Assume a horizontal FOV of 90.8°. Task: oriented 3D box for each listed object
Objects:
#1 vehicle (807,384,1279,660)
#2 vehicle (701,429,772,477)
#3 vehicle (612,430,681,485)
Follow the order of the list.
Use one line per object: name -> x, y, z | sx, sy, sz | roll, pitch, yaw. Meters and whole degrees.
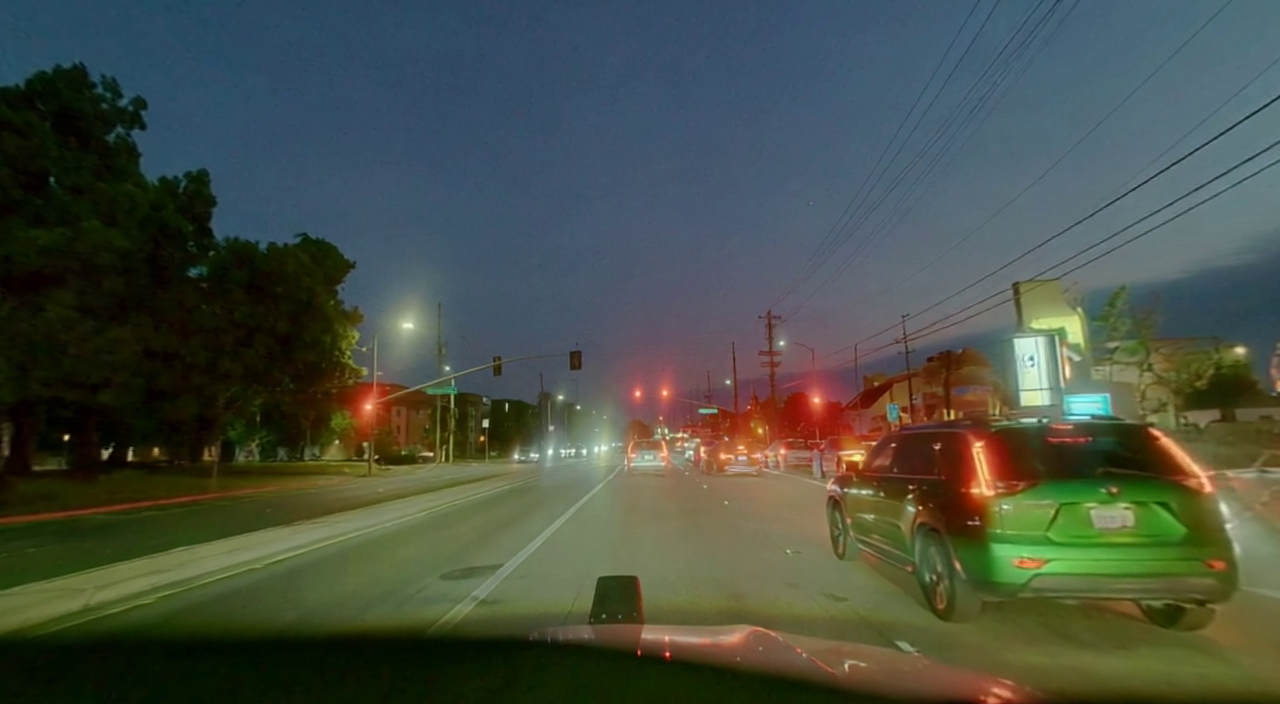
vehicle -> 3.139, 1.321, 5.934 | 1.998, 1.620, 4.267 | 0, -9, 1
vehicle -> 3.813, 4.109, 25.880 | 2.060, 1.789, 4.712 | 0, -9, -1
vehicle -> 0.220, 3.572, 21.609 | 2.149, 1.668, 3.962 | 0, -9, 0
